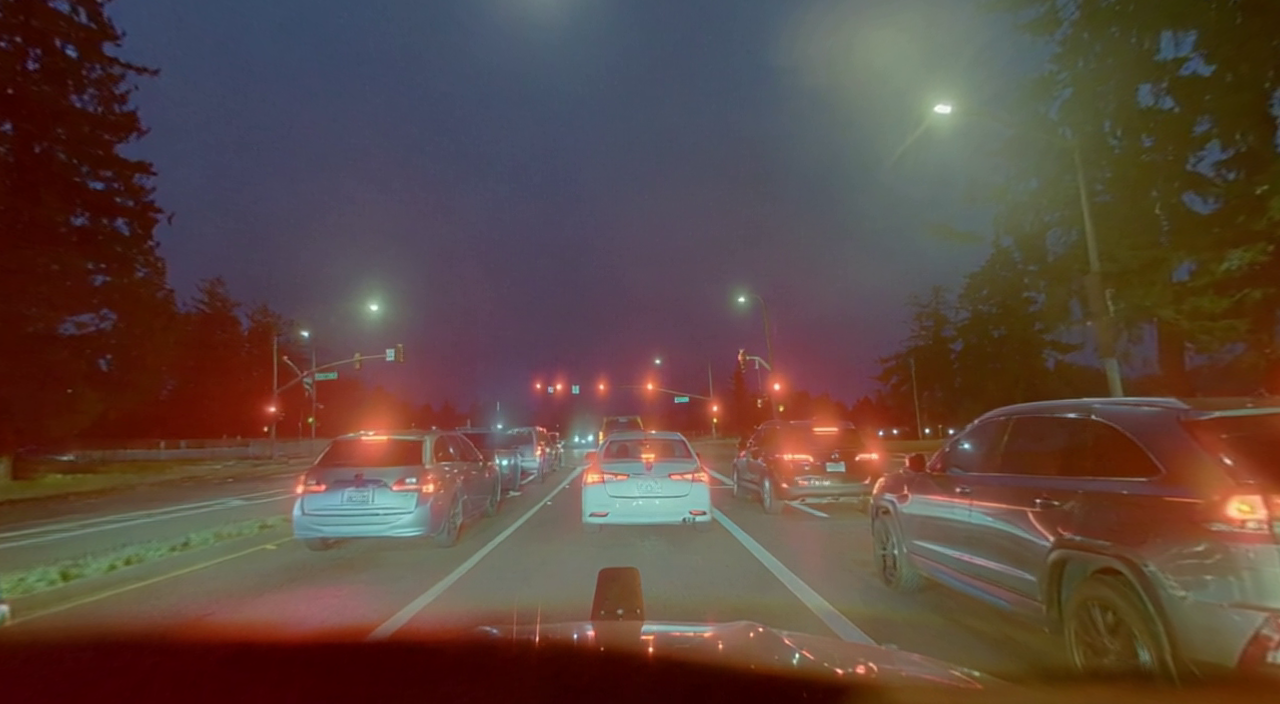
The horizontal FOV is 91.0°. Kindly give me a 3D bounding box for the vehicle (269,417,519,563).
[{"bbox_3d":[-3.065,1.805,9.008,1.896,1.546,4.378,0,-8,-2],"label":"vehicle"}]

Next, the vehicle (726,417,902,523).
[{"bbox_3d":[3.068,2.187,12.146,2.106,1.667,4.101,0,-8,-1],"label":"vehicle"}]

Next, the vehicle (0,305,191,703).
[{"bbox_3d":[-3.203,0.506,0.706,2.079,1.756,4.676,0,-8,-3],"label":"vehicle"}]

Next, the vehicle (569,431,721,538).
[{"bbox_3d":[-0.004,2.090,10.541,2.076,1.438,3.770,0,-8,-2],"label":"vehicle"}]

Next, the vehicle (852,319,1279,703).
[{"bbox_3d":[3.148,0.996,3.855,2.074,1.685,4.387,0,-8,-1],"label":"vehicle"}]
